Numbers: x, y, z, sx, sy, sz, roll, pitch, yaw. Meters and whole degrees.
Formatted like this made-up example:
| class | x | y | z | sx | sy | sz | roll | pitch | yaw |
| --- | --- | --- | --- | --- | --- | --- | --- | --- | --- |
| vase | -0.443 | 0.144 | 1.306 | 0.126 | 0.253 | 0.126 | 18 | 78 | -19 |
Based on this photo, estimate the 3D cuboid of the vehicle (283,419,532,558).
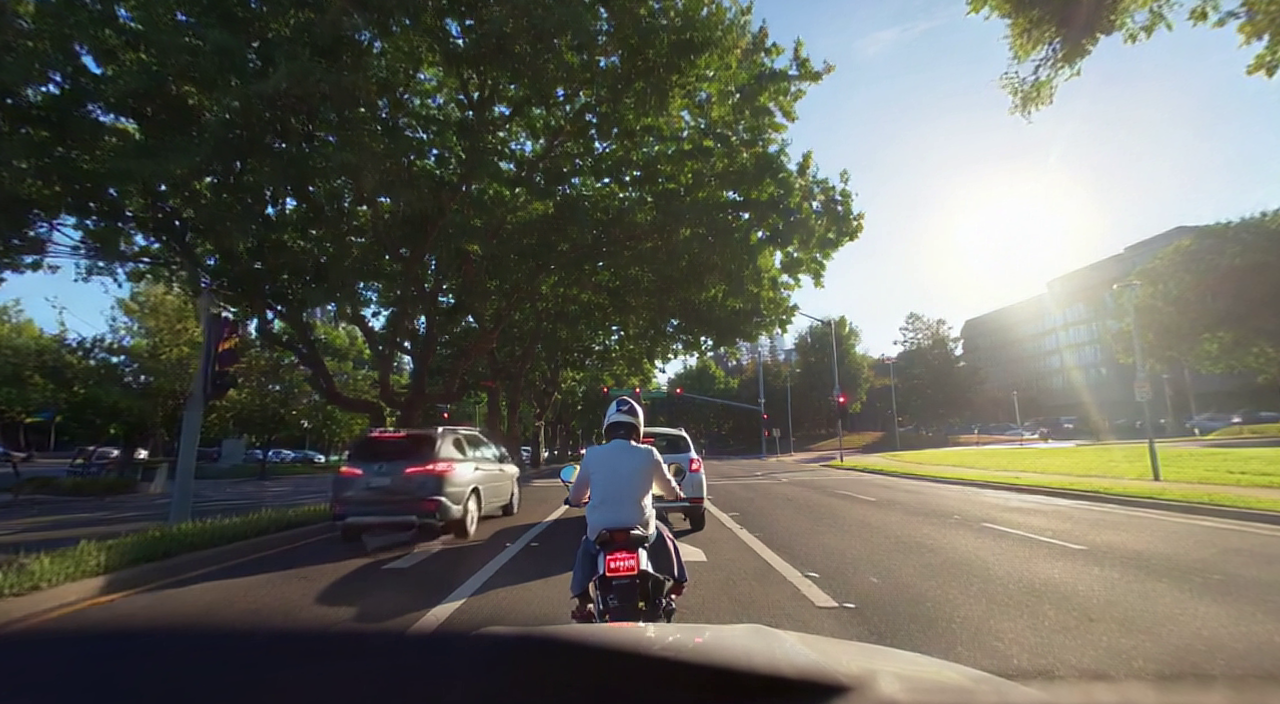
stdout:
| class | x | y | z | sx | sy | sz | roll | pitch | yaw |
| --- | --- | --- | --- | --- | --- | --- | --- | --- | --- |
| vehicle | -3.244 | 2.014 | 10.186 | 2.056 | 1.647 | 5.045 | -1 | -8 | 1 |

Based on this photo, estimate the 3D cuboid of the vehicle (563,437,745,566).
| class | x | y | z | sx | sy | sz | roll | pitch | yaw |
| --- | --- | --- | --- | --- | --- | --- | --- | --- | --- |
| vehicle | 0.126 | 2.042 | 9.524 | 2.093 | 1.450 | 4.437 | 0 | -8 | -1 |
